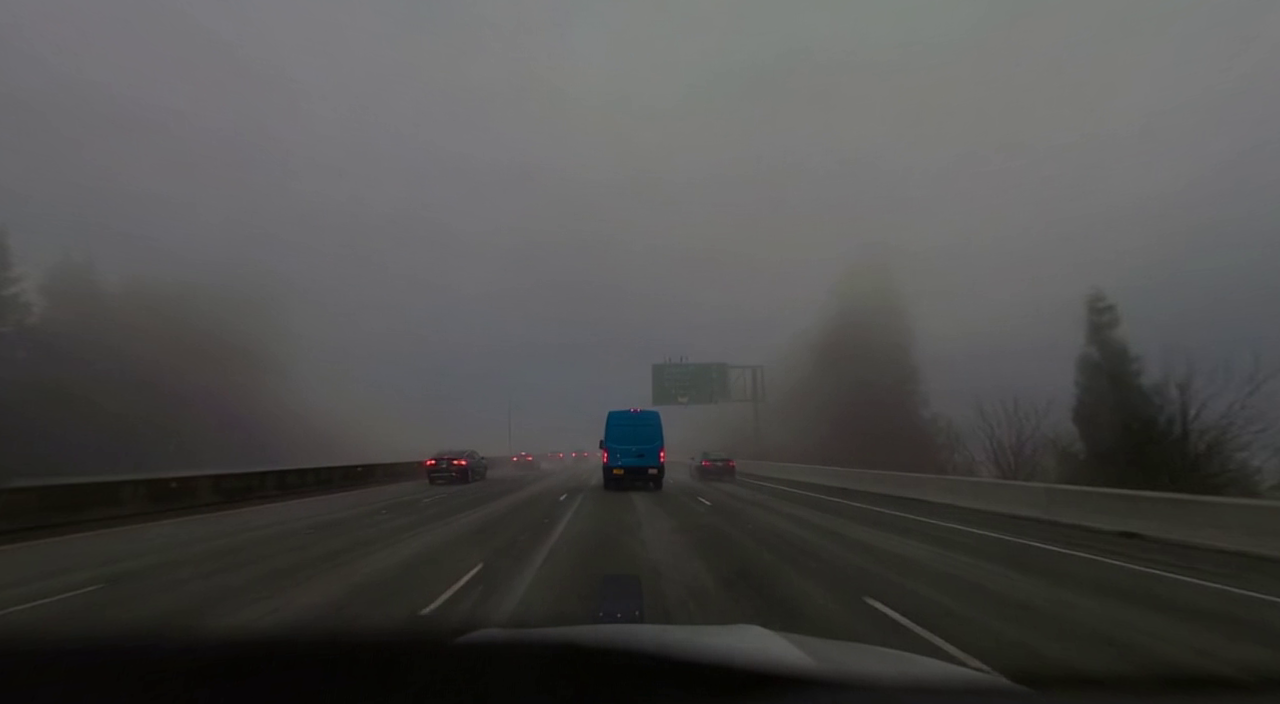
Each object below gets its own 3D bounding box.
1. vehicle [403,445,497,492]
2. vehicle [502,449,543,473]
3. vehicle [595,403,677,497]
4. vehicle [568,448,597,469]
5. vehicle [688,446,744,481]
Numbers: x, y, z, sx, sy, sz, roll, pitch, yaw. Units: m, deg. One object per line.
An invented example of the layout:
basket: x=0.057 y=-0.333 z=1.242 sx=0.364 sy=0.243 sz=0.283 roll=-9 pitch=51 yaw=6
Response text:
vehicle: x=-6.785 y=4.190 z=22.911 sx=2.003 sy=1.498 sz=4.386 roll=0 pitch=-9 yaw=0
vehicle: x=-7.635 y=7.099 z=41.050 sx=2.026 sy=1.506 sz=4.102 roll=0 pitch=-9 yaw=-2
vehicle: x=-0.223 y=3.100 z=19.909 sx=2.268 sy=2.551 sz=5.144 roll=0 pitch=-9 yaw=-3
vehicle: x=-4.440 y=8.253 z=48.800 sx=2.002 sy=1.536 sz=4.021 roll=0 pitch=-9 yaw=-2
vehicle: x=3.472 y=5.218 z=29.563 sx=2.015 sy=1.491 sz=4.732 roll=0 pitch=-9 yaw=-1
